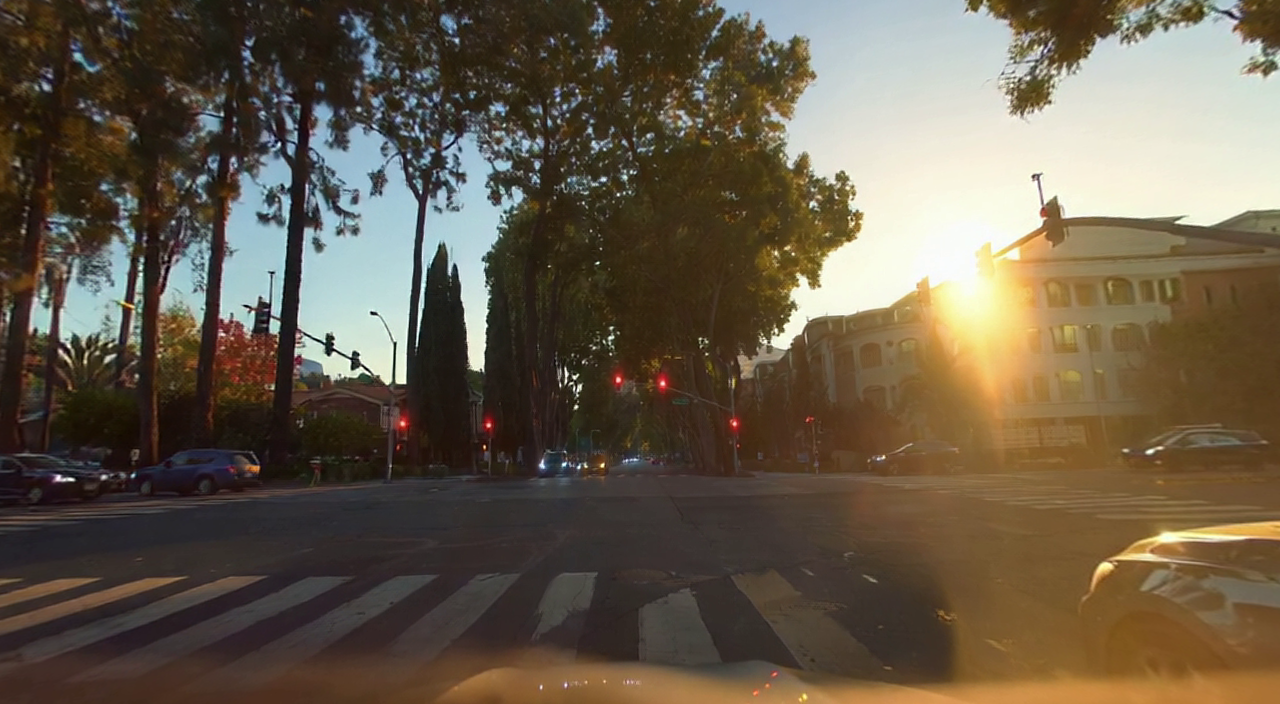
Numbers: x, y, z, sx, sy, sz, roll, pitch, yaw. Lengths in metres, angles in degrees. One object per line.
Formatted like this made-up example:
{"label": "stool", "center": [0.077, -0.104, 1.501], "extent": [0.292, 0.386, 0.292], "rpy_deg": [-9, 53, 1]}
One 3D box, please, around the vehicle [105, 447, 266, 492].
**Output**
{"label": "vehicle", "center": [-19.021, 4.951, 26.656], "extent": [4.798, 1.763, 2.536], "rpy_deg": [0, -10, 0]}

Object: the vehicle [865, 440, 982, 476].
{"label": "vehicle", "center": [15.627, 5.883, 35.140], "extent": [5.220, 1.897, 2.596], "rpy_deg": [0, -8, 0]}

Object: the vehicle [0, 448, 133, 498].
{"label": "vehicle", "center": [-22.064, 4.410, 23.271], "extent": [4.748, 1.727, 2.325], "rpy_deg": [0, -8, 1]}

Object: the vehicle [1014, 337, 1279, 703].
{"label": "vehicle", "center": [3.496, 0.762, 2.070], "extent": [2.227, 1.705, 4.719], "rpy_deg": [-1, -8, 9]}
